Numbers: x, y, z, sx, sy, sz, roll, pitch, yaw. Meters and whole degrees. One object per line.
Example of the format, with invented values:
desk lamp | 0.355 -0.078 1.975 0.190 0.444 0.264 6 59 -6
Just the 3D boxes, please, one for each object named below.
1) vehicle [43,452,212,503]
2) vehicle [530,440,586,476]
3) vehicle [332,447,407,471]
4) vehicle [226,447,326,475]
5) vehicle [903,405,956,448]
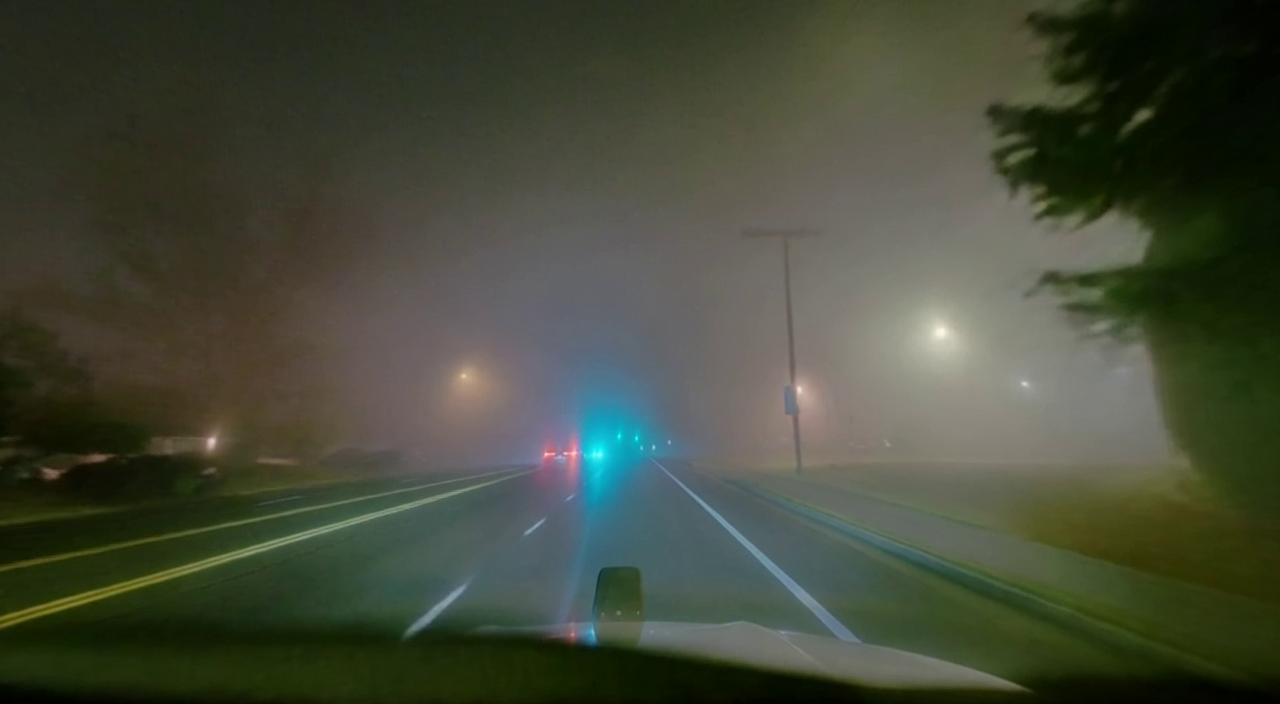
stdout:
vehicle | -19.709 4.823 24.484 4.802 1.511 1.866 -2 -7 -5
vehicle | -3.611 4.741 28.508 2.030 1.467 4.251 0 -8 -1
vehicle | -21.079 8.330 49.356 4.866 1.749 2.158 0 -8 2
vehicle | -26.395 7.911 45.978 6.046 1.942 2.085 -1 -8 3
vehicle | 17.597 4.583 38.161 2.153 2.355 5.958 -5 -9 30
